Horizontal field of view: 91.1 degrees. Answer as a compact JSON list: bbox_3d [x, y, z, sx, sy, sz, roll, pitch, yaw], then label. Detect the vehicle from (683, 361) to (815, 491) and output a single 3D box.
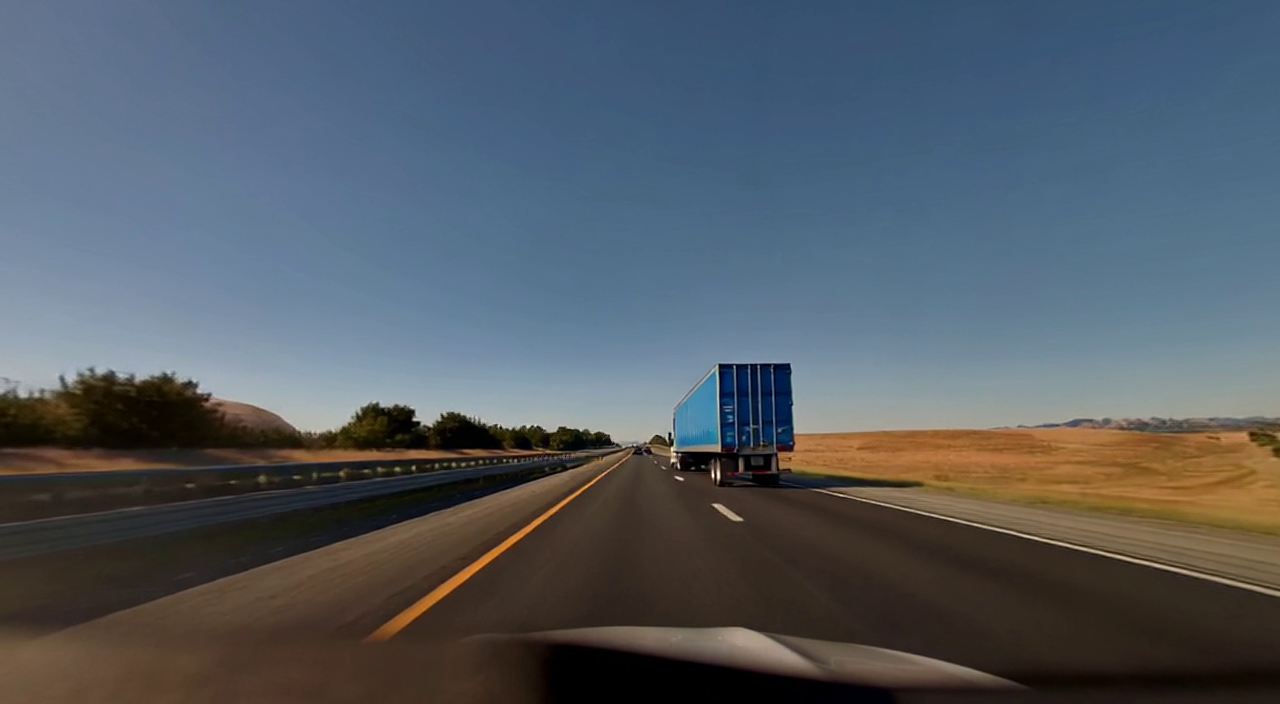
[{"bbox_3d":[3.896,3.356,26.592,2.938,4.076,13.362,0,-9,-1],"label":"vehicle"}]
